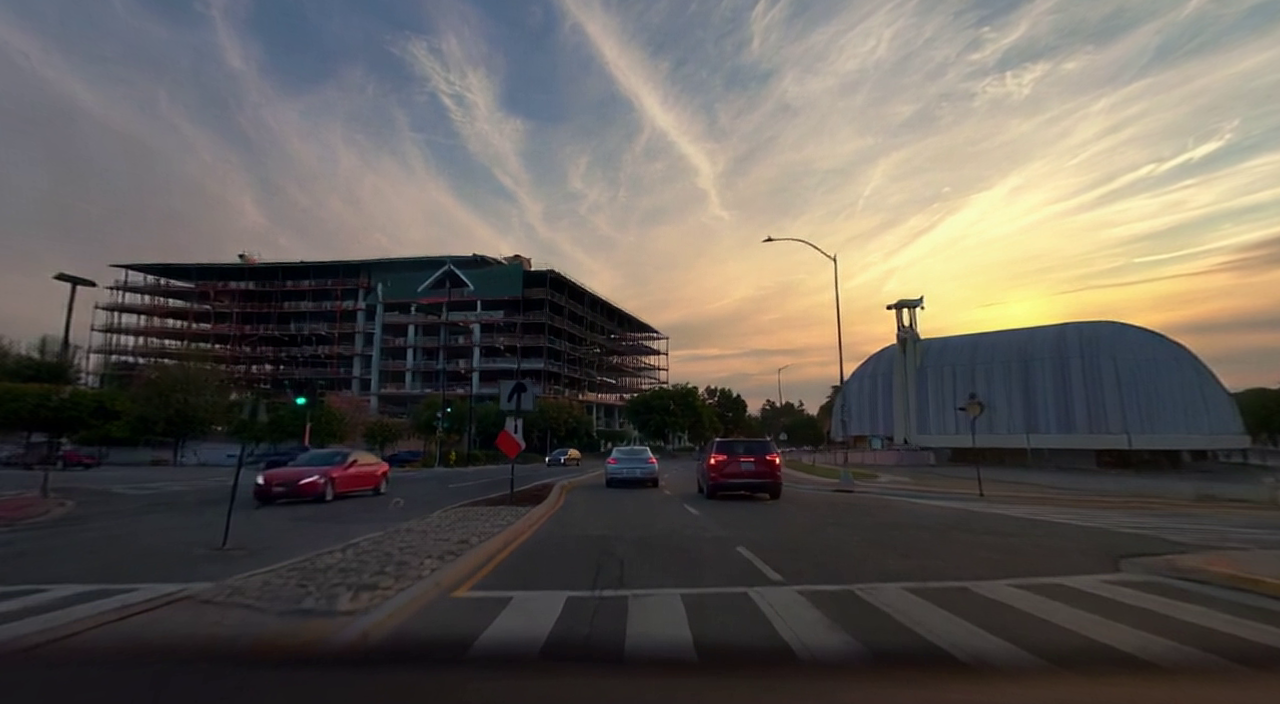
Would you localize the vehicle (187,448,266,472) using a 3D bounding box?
[{"bbox_3d":[-31.899,8.304,48.780,1.951,1.743,4.619,-5,-10,26],"label":"vehicle"}]

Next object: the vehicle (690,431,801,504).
[{"bbox_3d":[2.792,3.217,18.069,2.320,1.772,4.872,0,-9,0],"label":"vehicle"}]

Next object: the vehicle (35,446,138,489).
[{"bbox_3d":[-22.123,4.520,25.136,4.653,1.459,2.228,-6,-10,39],"label":"vehicle"}]

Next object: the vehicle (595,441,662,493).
[{"bbox_3d":[-0.378,3.982,22.205,2.132,1.632,3.889,0,-9,0],"label":"vehicle"}]

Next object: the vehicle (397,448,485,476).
[{"bbox_3d":[-11.366,6.270,36.146,2.012,1.490,4.351,-9,-12,44],"label":"vehicle"}]

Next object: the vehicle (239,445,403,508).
[{"bbox_3d":[-8.778,3.443,17.996,2.121,1.513,4.827,0,-9,1],"label":"vehicle"}]
